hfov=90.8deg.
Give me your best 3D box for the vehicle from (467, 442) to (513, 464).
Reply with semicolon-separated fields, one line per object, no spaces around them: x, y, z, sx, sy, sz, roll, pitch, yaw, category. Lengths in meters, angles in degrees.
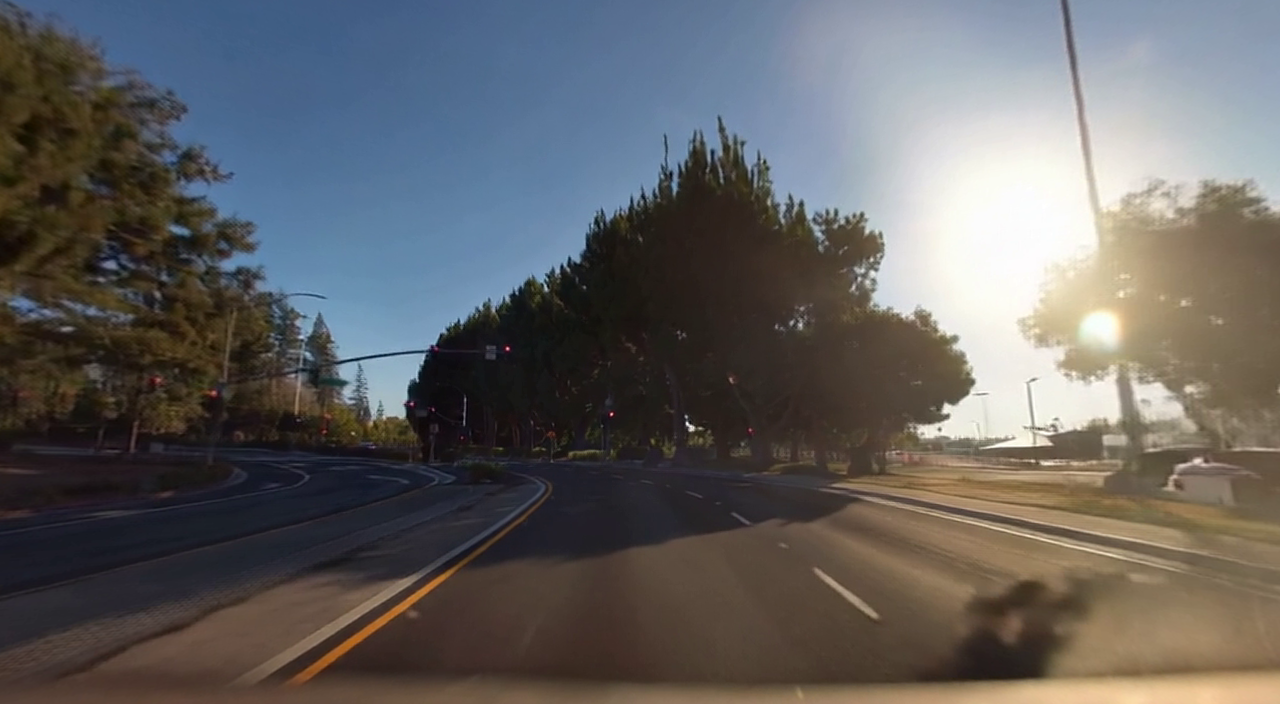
-11.010;7.379;46.197;2.163;1.537;4.368;5;-10;-28;vehicle
